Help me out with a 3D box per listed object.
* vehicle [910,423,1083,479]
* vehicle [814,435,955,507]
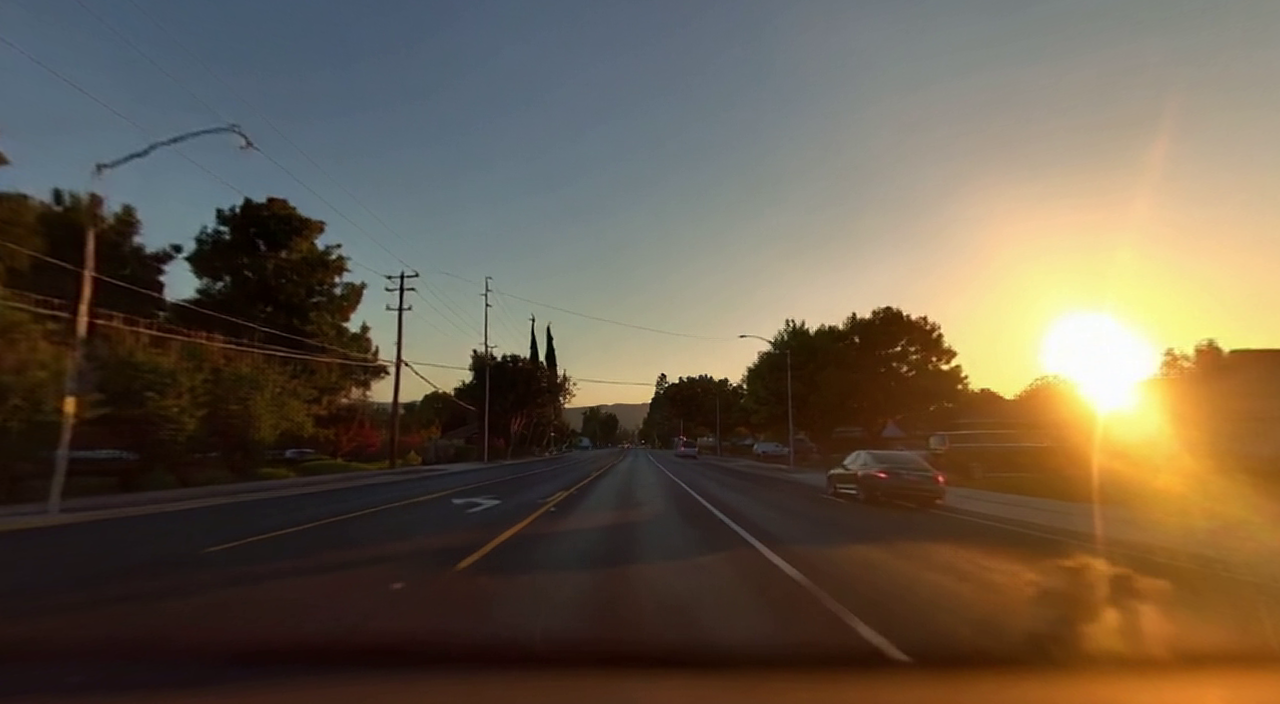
[{"bbox_3d":[12.955,3.645,23.260,5.037,1.925,2.021,-1,-9,4],"label":"vehicle"},{"bbox_3d":[6.735,3.310,18.087,2.043,1.747,4.680,0,-9,-1],"label":"vehicle"}]
